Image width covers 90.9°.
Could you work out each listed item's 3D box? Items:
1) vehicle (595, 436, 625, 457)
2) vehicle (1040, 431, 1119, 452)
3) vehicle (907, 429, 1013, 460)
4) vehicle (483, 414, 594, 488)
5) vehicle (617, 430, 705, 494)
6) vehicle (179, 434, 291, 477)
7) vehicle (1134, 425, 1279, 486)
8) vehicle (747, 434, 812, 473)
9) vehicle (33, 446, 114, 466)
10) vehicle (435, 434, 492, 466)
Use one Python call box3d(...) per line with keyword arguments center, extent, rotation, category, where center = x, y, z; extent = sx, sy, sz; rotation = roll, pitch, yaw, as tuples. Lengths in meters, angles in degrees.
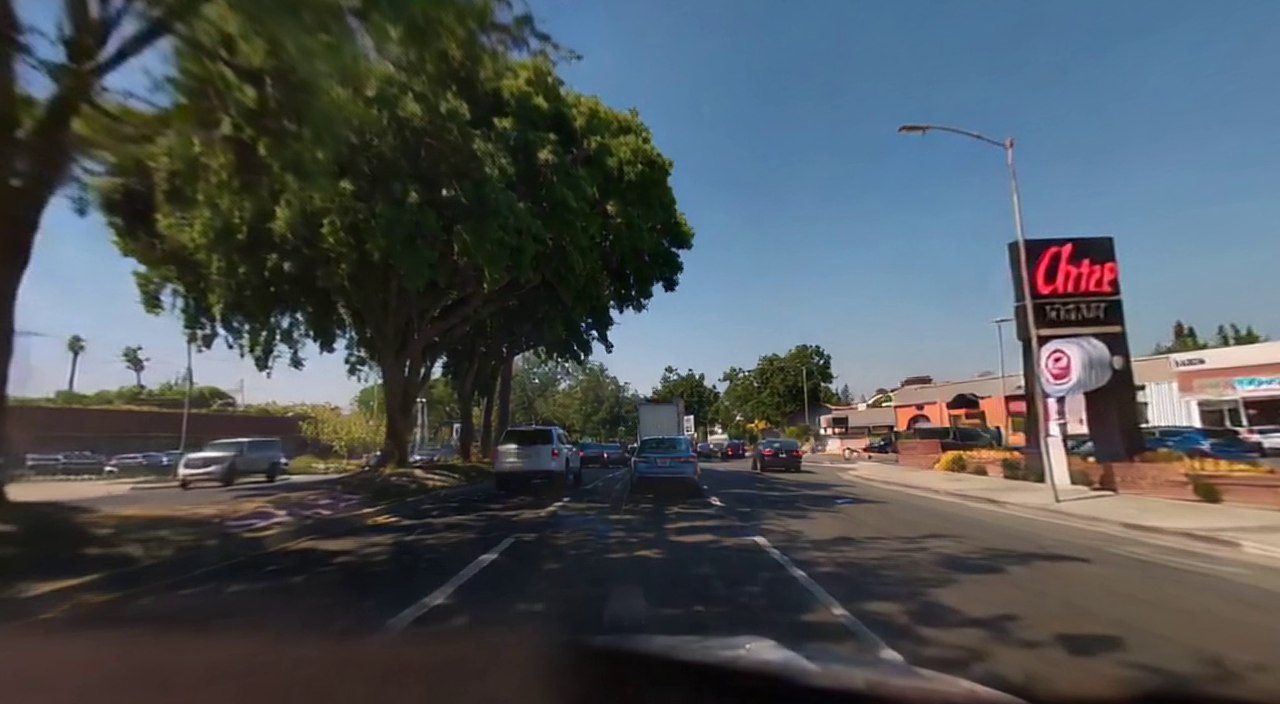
box3d(center=(-2.173, 7.009, 46.744), extent=(1.902, 1.522, 3.523), rotation=(-1, -8, 3), category="vehicle")
box3d(center=(31.651, 6.503, 45.591), extent=(1.903, 1.447, 4.820), rotation=(1, -8, -6), category="vehicle")
box3d(center=(16.285, 4.722, 32.240), extent=(4.323, 1.496, 1.937), rotation=(0, -8, 0), category="vehicle")
box3d(center=(-2.843, 2.967, 19.105), extent=(2.289, 1.935, 5.227), rotation=(0, -8, 2), category="vehicle")
box3d(center=(0.518, 2.893, 16.906), extent=(2.061, 1.494, 4.079), rotation=(0, -8, 0), category="vehicle")
box3d(center=(-18.703, 4.797, 29.418), extent=(2.141, 1.820, 4.690), rotation=(0, -8, -1), category="vehicle")
box3d(center=(15.501, 2.556, 15.740), extent=(4.756, 1.422, 1.831), rotation=(0, -8, 0), category="vehicle")
box3d(center=(5.790, 4.258, 26.598), extent=(1.900, 1.507, 4.151), rotation=(0, -8, 2), category="vehicle")
box3d(center=(-42.909, 7.856, 47.782), extent=(4.307, 1.468, 1.814), rotation=(0, -8, 0), category="vehicle")
box3d(center=(-8.943, 5.010, 32.247), extent=(1.795, 1.508, 4.057), rotation=(0, -8, -1), category="vehicle")
